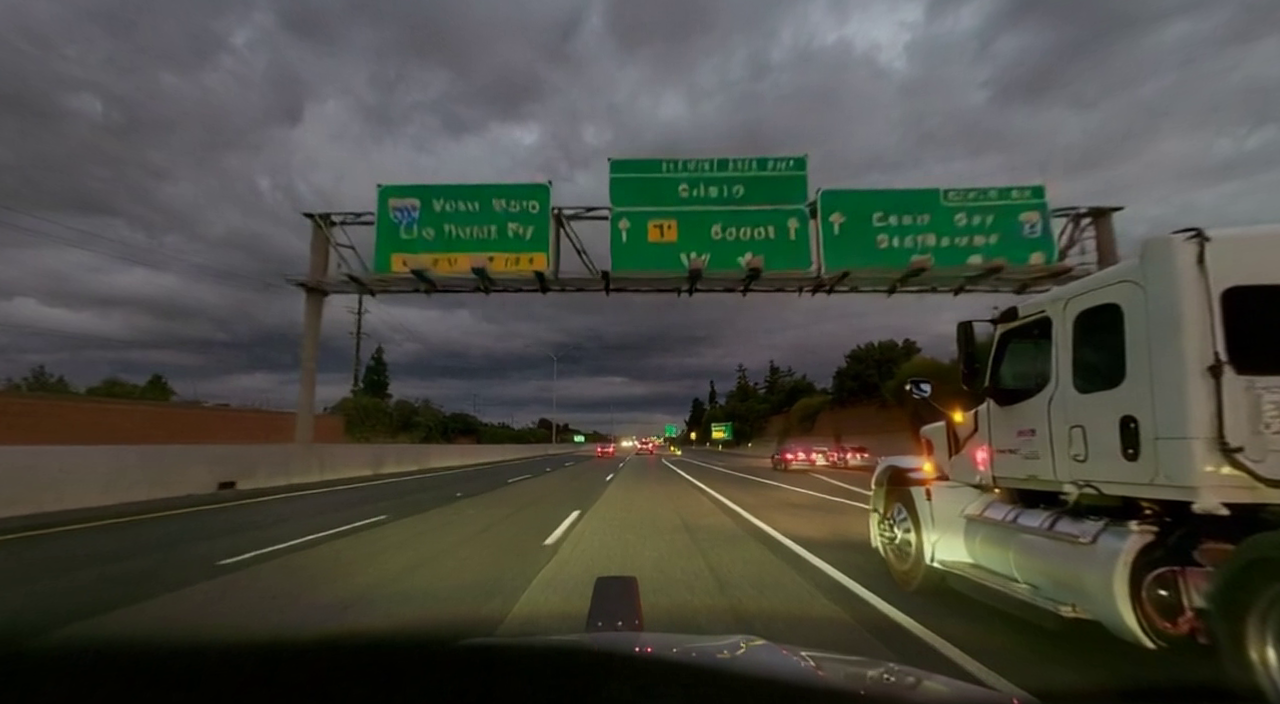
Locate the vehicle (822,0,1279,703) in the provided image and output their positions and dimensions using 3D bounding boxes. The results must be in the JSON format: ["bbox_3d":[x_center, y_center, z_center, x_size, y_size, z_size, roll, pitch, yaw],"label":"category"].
[{"bbox_3d":[4.024,0.184,5.395,3.042,4.037,7.253,0,-9,3],"label":"vehicle"}]
